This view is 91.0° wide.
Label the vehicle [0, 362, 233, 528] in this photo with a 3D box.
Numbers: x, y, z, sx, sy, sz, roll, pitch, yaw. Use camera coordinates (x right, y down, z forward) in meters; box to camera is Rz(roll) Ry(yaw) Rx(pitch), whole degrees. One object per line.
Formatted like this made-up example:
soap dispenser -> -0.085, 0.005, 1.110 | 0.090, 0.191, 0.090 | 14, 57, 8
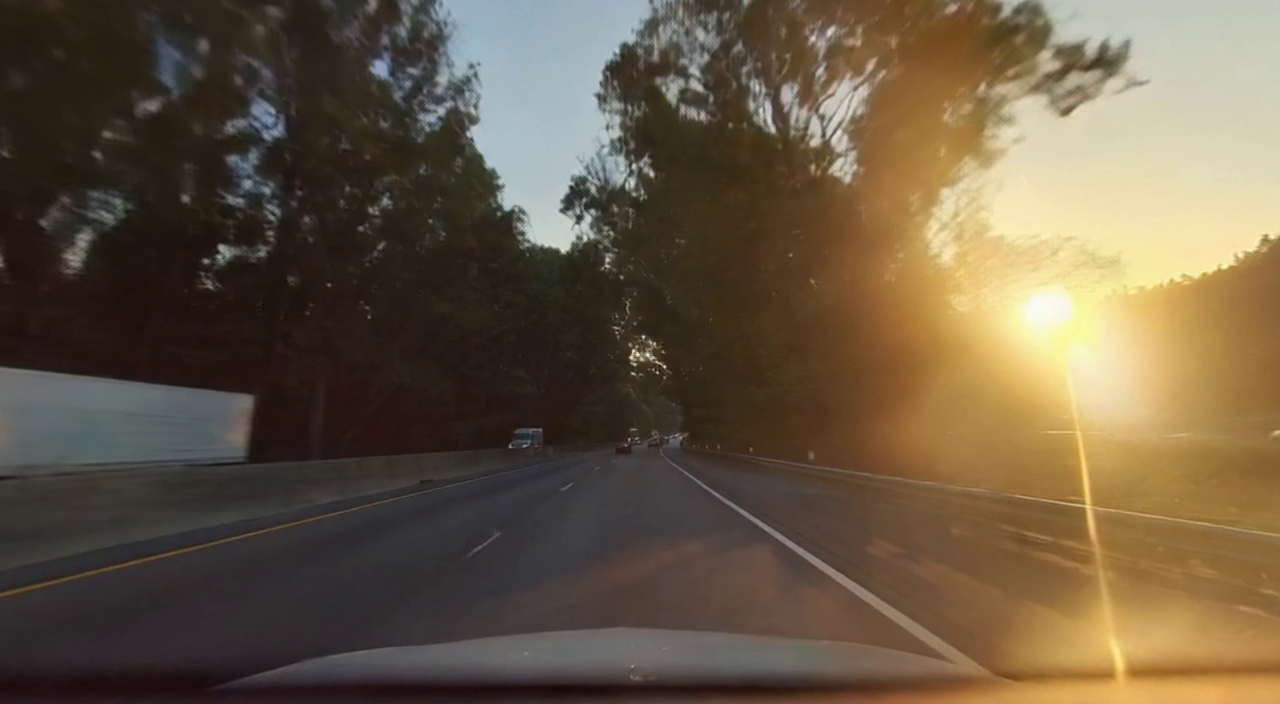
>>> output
vehicle -> -17.030, 2.471, 16.714 | 2.931, 4.017, 14.287 | 0, -8, 0
